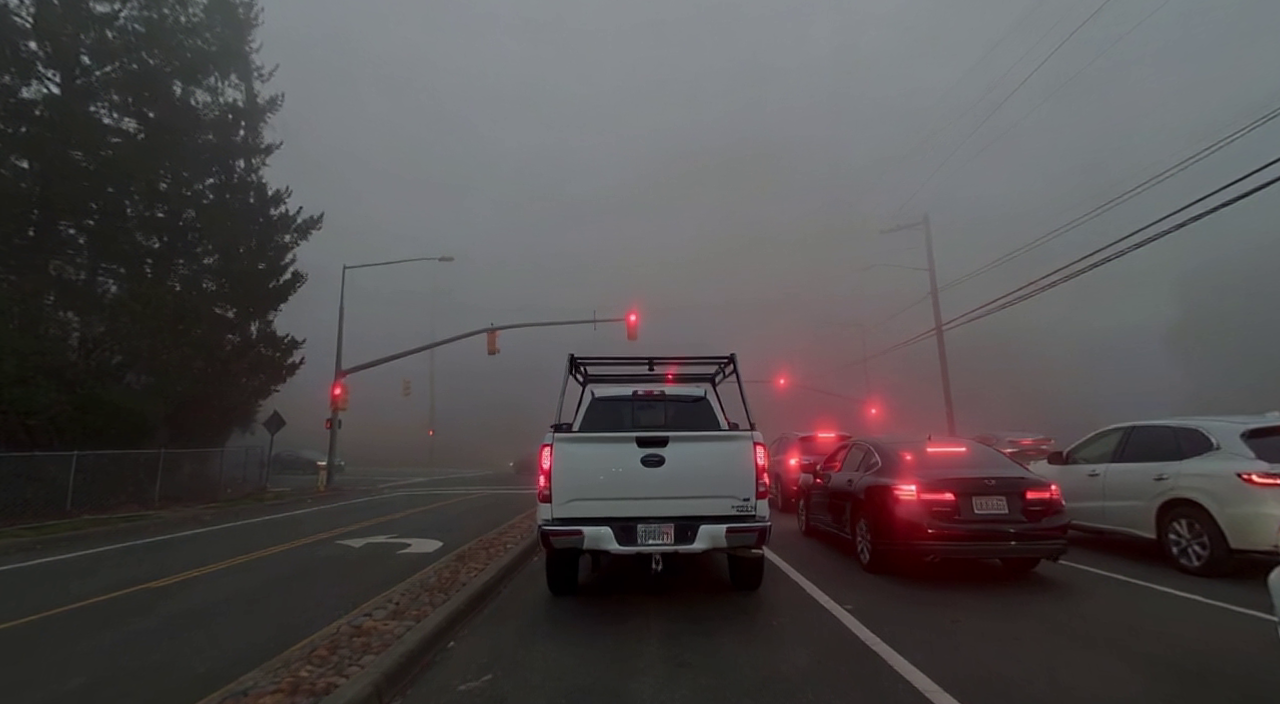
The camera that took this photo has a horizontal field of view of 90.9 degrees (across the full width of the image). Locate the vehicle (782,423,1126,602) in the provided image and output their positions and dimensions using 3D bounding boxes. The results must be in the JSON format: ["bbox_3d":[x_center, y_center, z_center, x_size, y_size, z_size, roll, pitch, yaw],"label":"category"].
[{"bbox_3d":[3.125,1.660,7.429,1.993,1.495,4.060,0,-8,1],"label":"vehicle"}]

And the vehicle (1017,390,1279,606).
[{"bbox_3d":[6.170,1.372,6.397,1.982,1.727,4.352,0,-8,1],"label":"vehicle"}]

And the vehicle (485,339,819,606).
[{"bbox_3d":[0.136,1.470,8.553,2.831,2.284,6.149,0,-8,1],"label":"vehicle"}]
